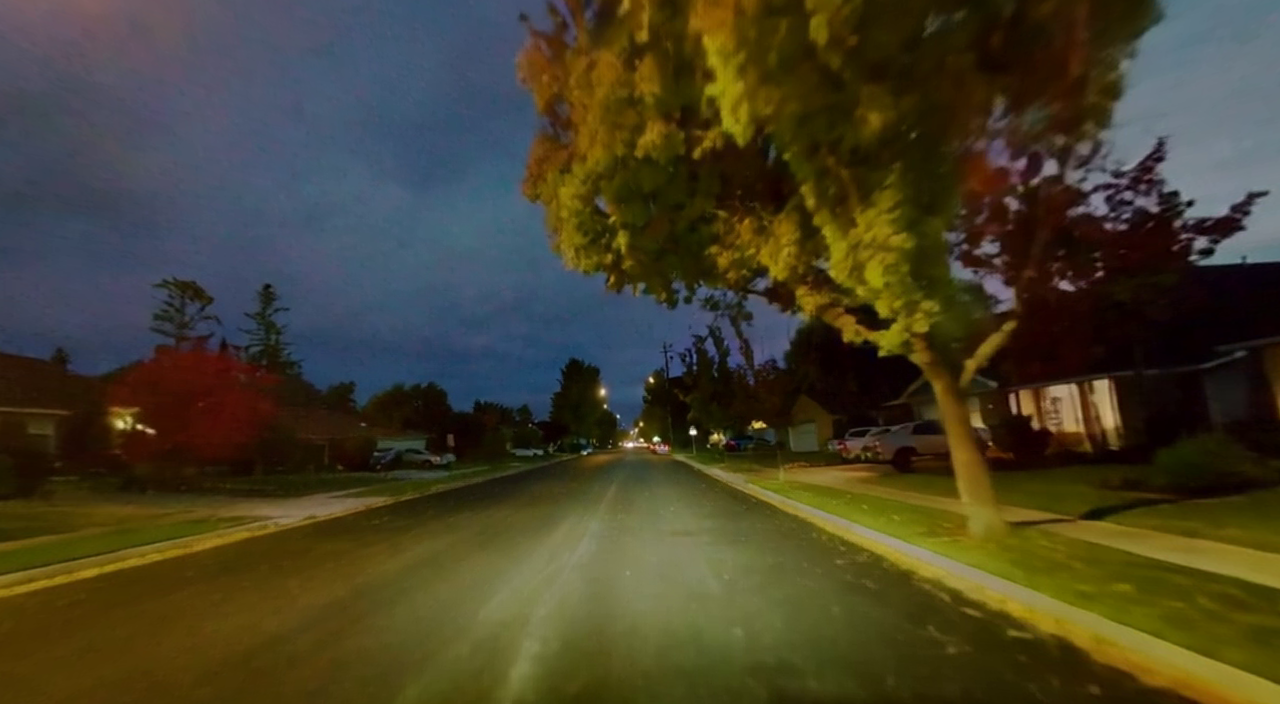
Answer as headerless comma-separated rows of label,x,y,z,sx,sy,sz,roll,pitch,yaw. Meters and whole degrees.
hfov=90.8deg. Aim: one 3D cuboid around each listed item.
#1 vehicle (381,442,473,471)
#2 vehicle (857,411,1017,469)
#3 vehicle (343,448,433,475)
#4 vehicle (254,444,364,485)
vehicle,-14.119,6.933,42.124,5.286,1.847,2.166,0,-8,1
vehicle,10.569,3.179,22.818,4.582,1.680,2.223,-4,-9,3
vehicle,-14.367,6.243,36.200,4.285,1.483,1.954,0,-9,0
vehicle,-14.035,4.776,27.089,1.982,1.596,3.988,-2,-9,12
